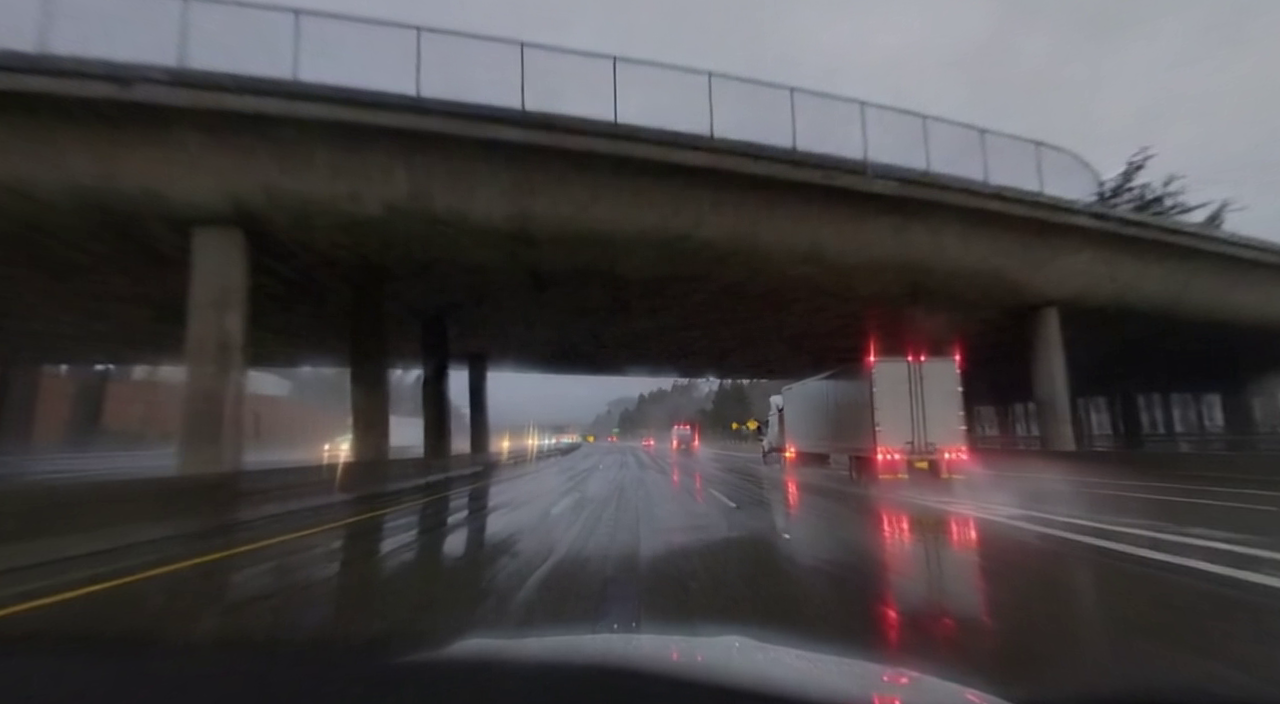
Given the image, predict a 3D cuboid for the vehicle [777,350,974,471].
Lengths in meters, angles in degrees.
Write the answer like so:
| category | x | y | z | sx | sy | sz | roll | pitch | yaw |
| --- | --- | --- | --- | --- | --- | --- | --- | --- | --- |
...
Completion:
| category | x | y | z | sx | sy | sz | roll | pitch | yaw |
| --- | --- | --- | --- | --- | --- | --- | --- | --- | --- |
| vehicle | 9.379 | 2.896 | 27.904 | 2.855 | 4.053 | 13.328 | 0 | -8 | -3 |
